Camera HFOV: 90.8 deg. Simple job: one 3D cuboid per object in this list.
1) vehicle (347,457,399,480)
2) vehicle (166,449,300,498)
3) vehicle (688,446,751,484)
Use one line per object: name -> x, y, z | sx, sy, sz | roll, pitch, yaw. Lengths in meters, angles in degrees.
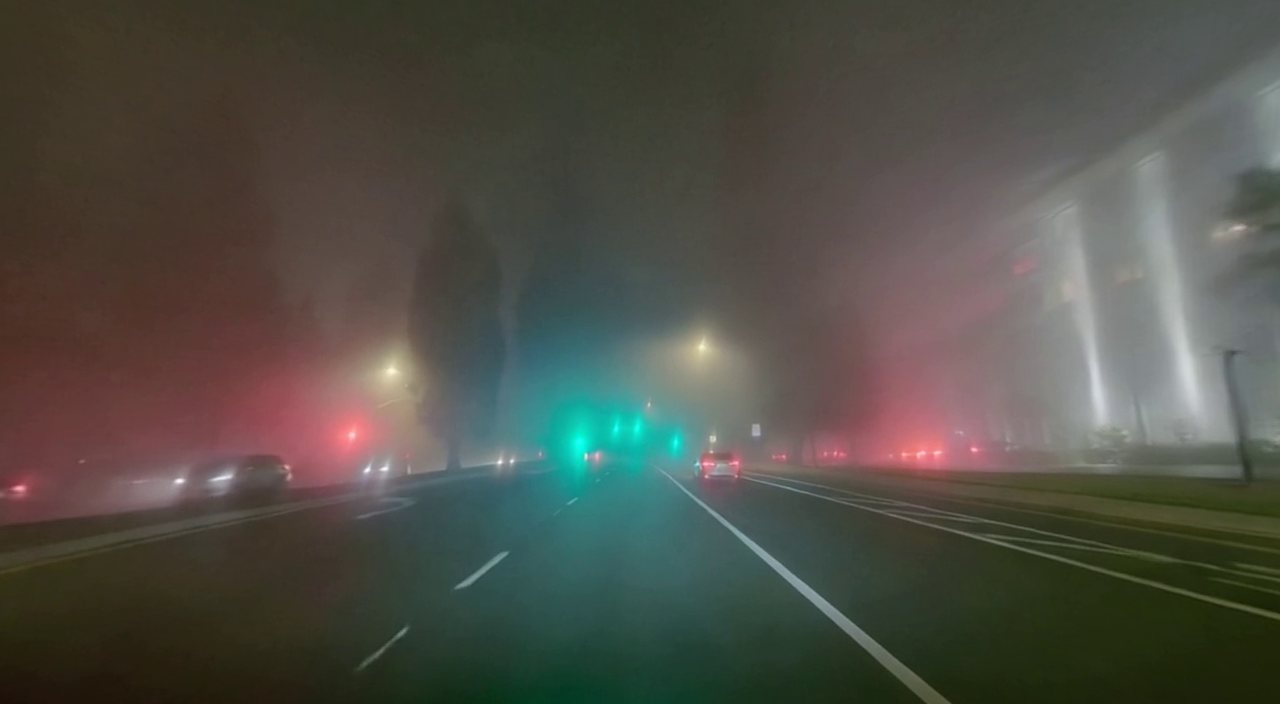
vehicle -> -19.309, 8.391, 45.858 | 1.876, 1.506, 4.231 | 0, -9, 0
vehicle -> -15.952, 4.741, 25.162 | 2.093, 1.709, 4.952 | 0, -9, -1
vehicle -> 3.266, 4.735, 26.812 | 1.966, 1.449, 4.290 | 0, -9, -2
